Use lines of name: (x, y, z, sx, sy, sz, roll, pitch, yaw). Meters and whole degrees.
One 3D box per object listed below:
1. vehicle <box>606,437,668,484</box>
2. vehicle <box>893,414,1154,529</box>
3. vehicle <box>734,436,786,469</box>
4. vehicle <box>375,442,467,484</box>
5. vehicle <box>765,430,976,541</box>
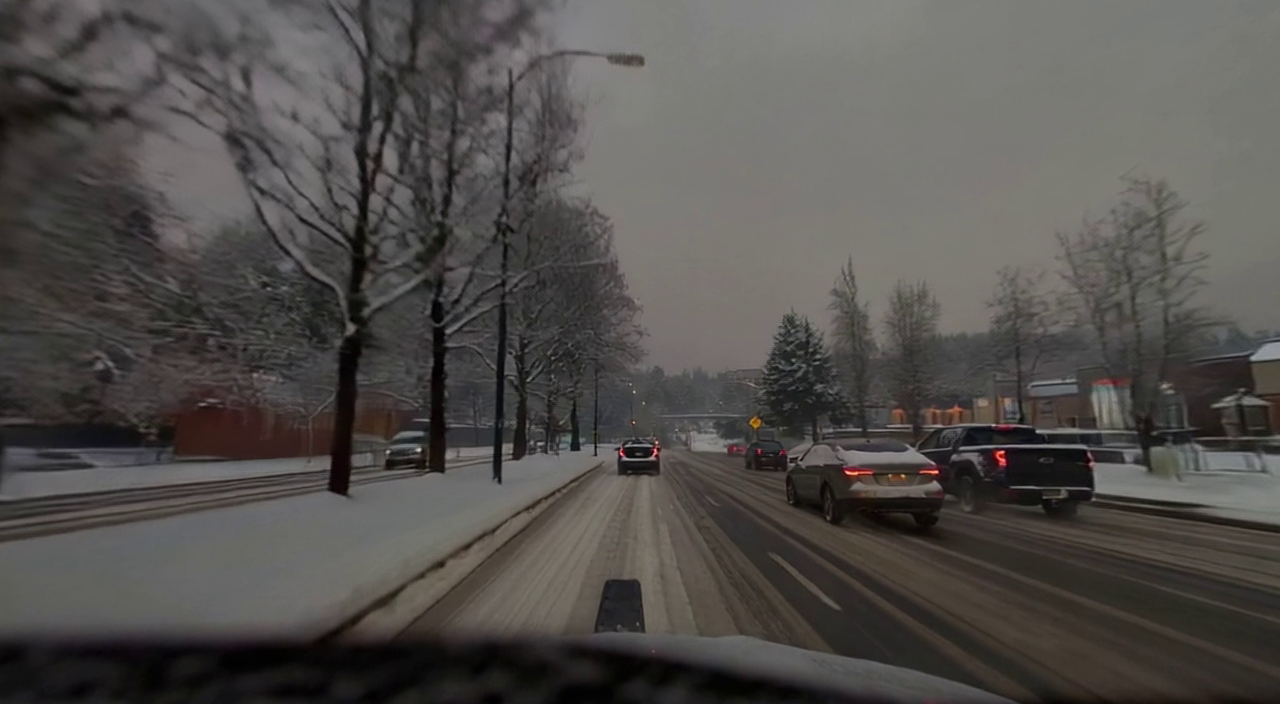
vehicle: (-0.093, 3.760, 22.110, 1.994, 1.479, 3.647, 0, -8, 0)
vehicle: (7.035, 2.245, 12.396, 2.134, 1.810, 4.590, 0, -8, -1)
vehicle: (6.927, 5.864, 36.965, 2.068, 1.779, 4.567, 0, -8, -1)
vehicle: (-8.529, 4.337, 25.093, 1.993, 1.458, 4.614, -1, -8, 0)
vehicle: (3.519, 2.107, 10.629, 1.858, 1.466, 4.230, 0, -8, -1)
